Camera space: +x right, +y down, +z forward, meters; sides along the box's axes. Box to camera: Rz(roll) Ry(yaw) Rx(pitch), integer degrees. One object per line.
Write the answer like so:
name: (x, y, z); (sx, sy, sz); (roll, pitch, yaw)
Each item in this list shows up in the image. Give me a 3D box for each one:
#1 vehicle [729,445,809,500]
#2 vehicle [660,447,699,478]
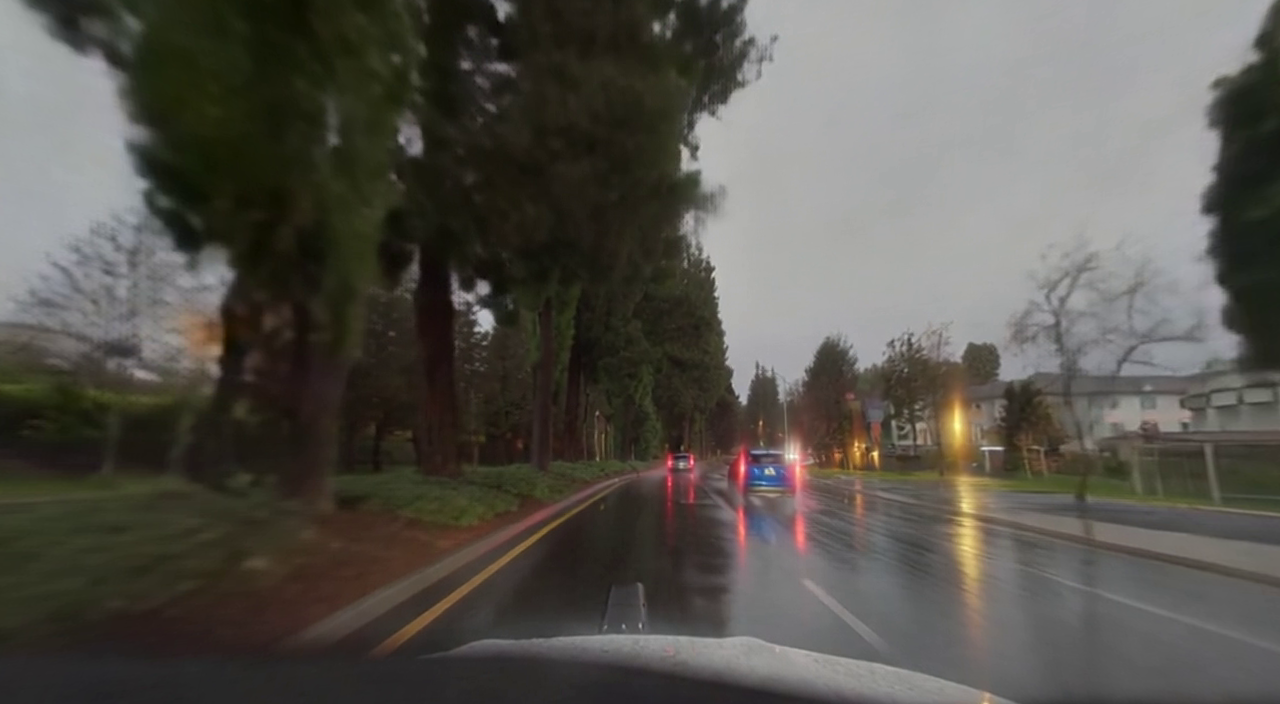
vehicle: (4.275, 4.042, 21.509); (1.971, 1.663, 4.287); (0, -8, 2)
vehicle: (2.640, 7.117, 40.741); (2.251, 1.822, 4.391); (-1, -9, 7)
